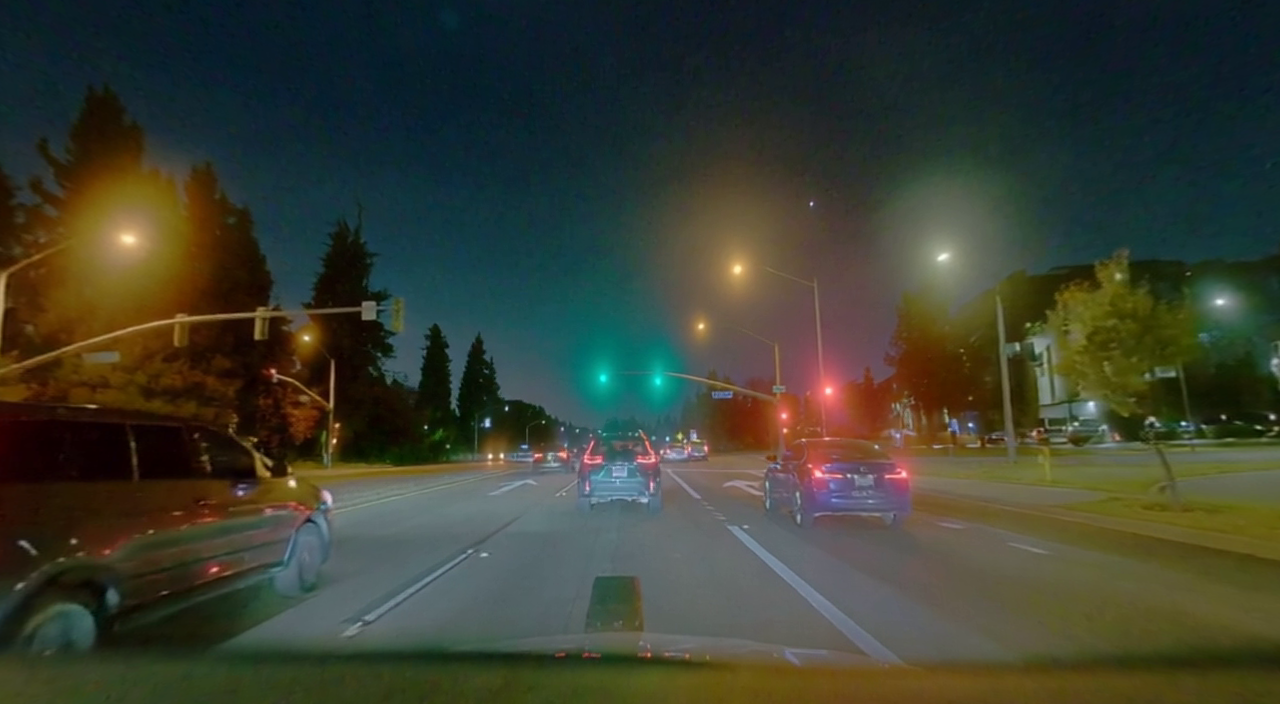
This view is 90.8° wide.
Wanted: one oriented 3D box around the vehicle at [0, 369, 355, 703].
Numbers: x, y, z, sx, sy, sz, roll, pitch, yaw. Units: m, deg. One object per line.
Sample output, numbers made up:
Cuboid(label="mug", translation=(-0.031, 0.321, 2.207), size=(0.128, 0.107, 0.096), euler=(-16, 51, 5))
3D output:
Cuboid(label="vehicle", translation=(-3.807, 1.104, 4.284), size=(1.823, 1.602, 4.061), euler=(0, -8, 0))

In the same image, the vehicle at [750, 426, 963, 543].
Cuboid(label="vehicle", translation=(3.267, 2.077, 10.548), size=(2.068, 1.541, 4.041), euler=(0, -8, 0))

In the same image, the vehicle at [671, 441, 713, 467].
Cuboid(label="vehicle", translation=(3.100, 6.223, 38.752), size=(2.171, 1.469, 4.420), euler=(0, -8, 0))

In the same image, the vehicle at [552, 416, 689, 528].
Cuboid(label="vehicle", translation=(-0.337, 2.198, 12.075), size=(2.150, 1.725, 4.096), euler=(0, -8, -1))
